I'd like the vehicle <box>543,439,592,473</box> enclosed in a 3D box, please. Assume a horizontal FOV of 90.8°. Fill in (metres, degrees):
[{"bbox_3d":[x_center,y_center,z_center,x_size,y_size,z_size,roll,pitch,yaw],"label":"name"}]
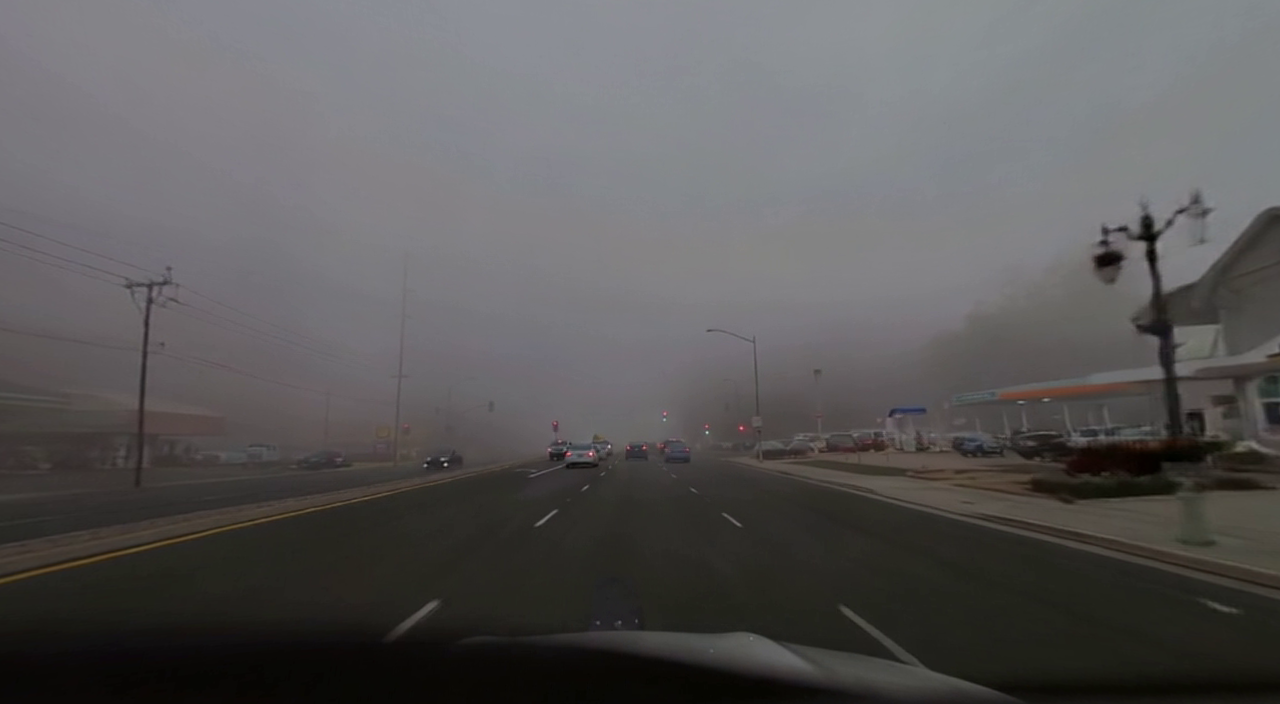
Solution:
[{"bbox_3d":[-3.790,5.541,33.894,2.040,1.661,4.573,0,-9,0],"label":"vehicle"}]
